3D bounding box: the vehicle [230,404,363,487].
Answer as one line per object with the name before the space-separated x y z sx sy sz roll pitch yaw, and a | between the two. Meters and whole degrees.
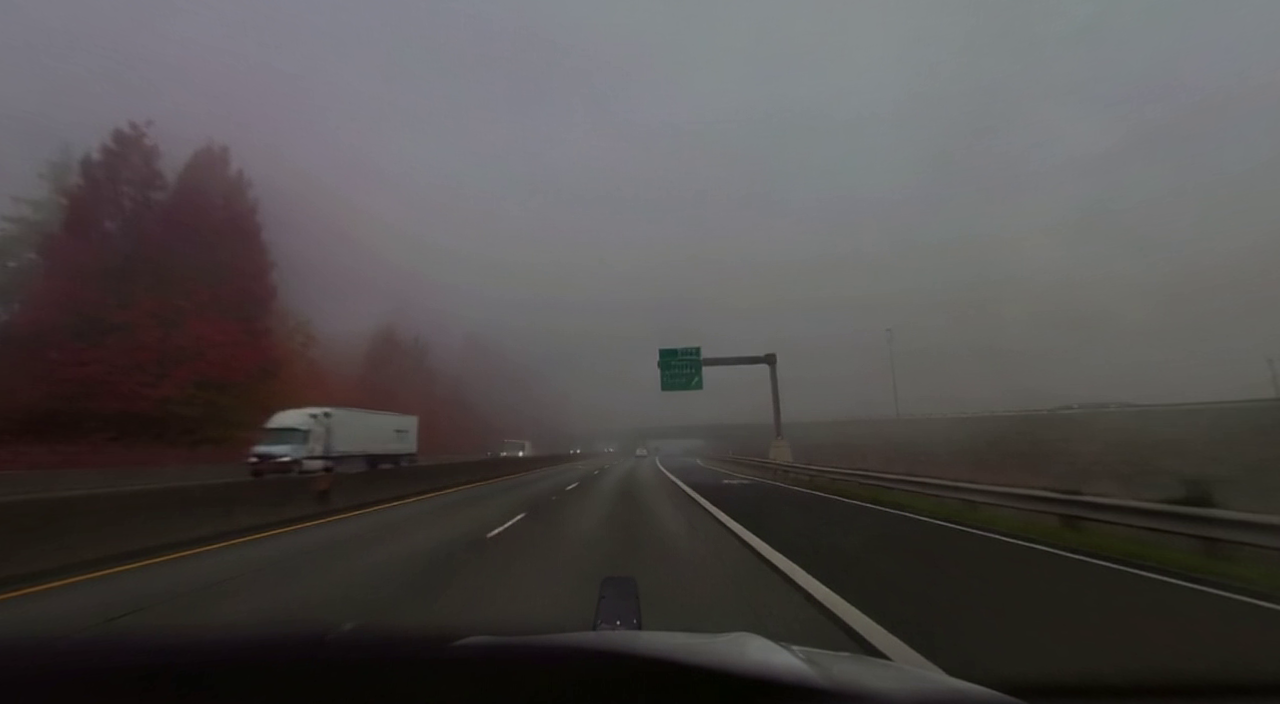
vehicle | -17.408 4.837 32.423 3.114 3.820 6.284 0 -9 0
